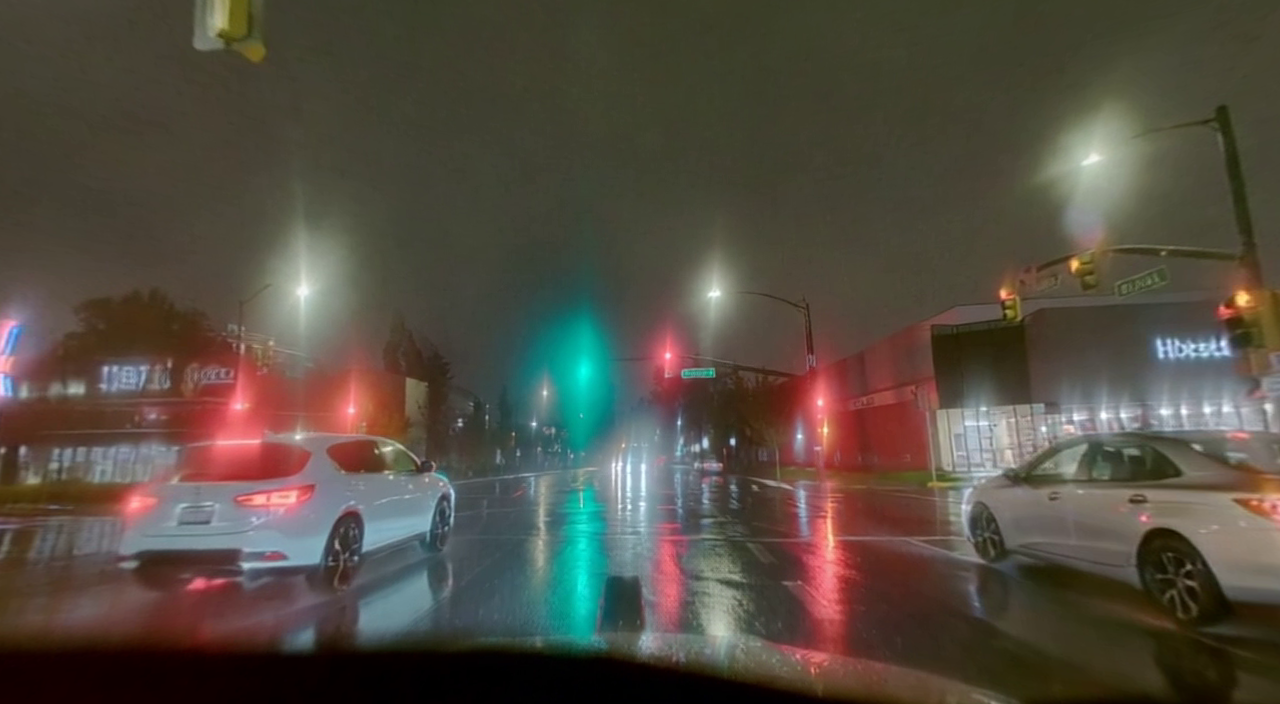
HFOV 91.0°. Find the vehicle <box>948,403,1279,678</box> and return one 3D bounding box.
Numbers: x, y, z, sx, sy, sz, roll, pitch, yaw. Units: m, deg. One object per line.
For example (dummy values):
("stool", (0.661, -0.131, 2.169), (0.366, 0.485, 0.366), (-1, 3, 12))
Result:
("vehicle", (4.937, 1.433, 5.692), (2.039, 1.655, 4.495), (0, -9, 1))

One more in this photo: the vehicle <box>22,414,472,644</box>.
("vehicle", (-3.404, 1.587, 6.705), (1.947, 1.627, 4.248), (0, -9, 1))
